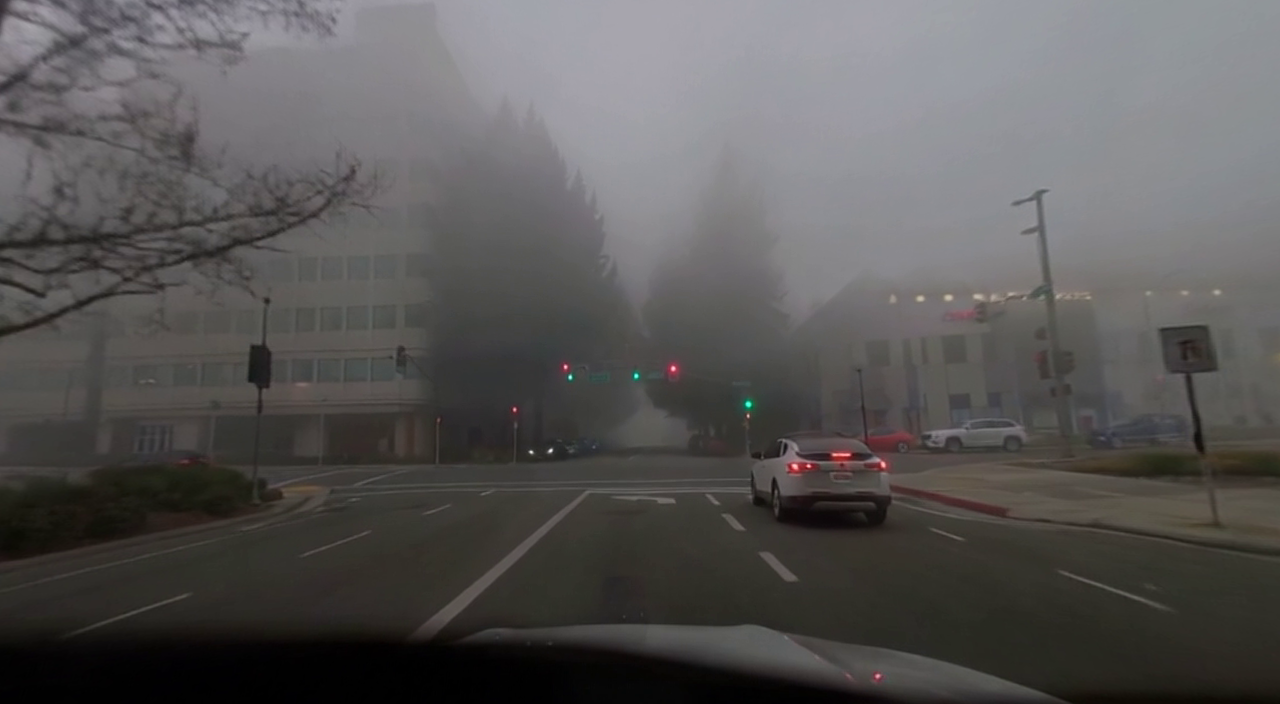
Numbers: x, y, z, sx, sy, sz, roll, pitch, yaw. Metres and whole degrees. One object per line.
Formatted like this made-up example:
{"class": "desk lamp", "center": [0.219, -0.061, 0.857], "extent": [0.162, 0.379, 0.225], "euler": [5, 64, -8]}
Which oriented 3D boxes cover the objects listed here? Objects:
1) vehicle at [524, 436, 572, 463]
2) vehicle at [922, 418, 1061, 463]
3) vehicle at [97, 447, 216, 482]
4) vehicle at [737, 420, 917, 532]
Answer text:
{"class": "vehicle", "center": [-6.071, 6.523, 42.189], "extent": [1.972, 1.693, 4.516], "euler": [-2, -8, 8]}
{"class": "vehicle", "center": [14.657, 3.738, 26.519], "extent": [4.611, 1.778, 1.939], "euler": [0, -8, 0]}
{"class": "vehicle", "center": [-22.715, 5.262, 29.725], "extent": [4.037, 1.562, 2.099], "euler": [-1, -8, 8]}
{"class": "vehicle", "center": [2.968, 2.052, 10.955], "extent": [1.947, 1.576, 3.825], "euler": [0, -8, 0]}
